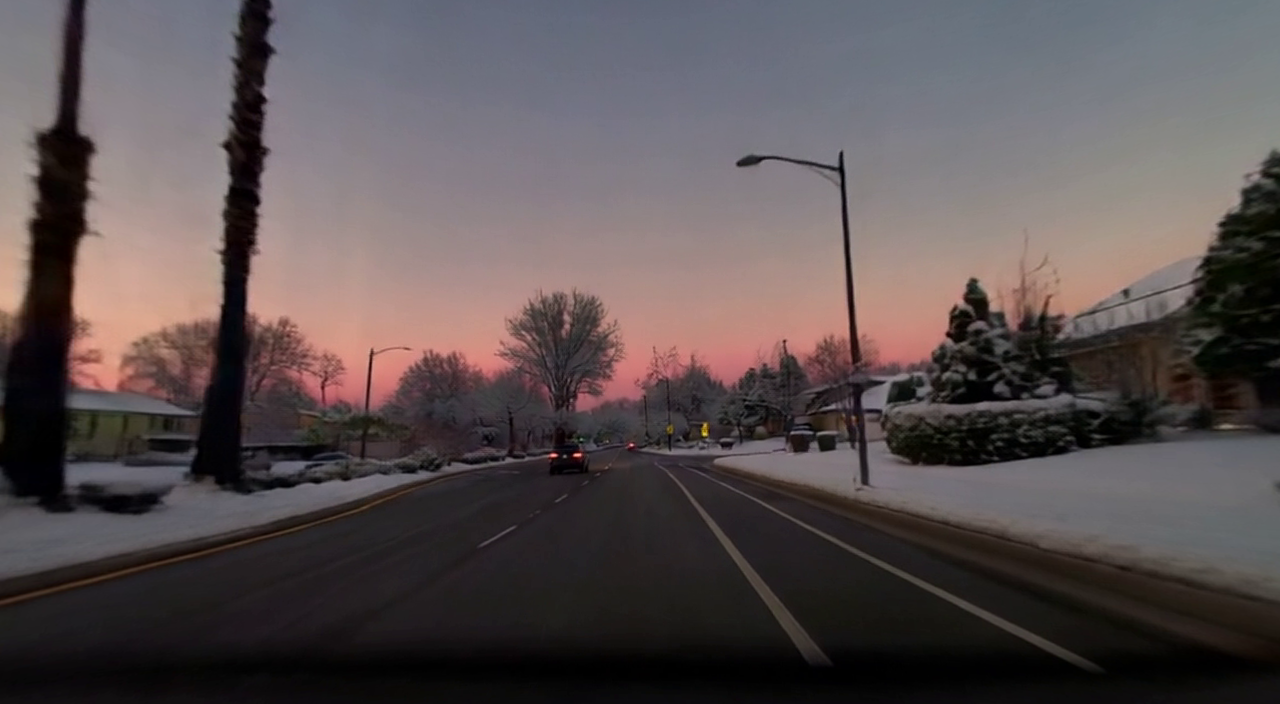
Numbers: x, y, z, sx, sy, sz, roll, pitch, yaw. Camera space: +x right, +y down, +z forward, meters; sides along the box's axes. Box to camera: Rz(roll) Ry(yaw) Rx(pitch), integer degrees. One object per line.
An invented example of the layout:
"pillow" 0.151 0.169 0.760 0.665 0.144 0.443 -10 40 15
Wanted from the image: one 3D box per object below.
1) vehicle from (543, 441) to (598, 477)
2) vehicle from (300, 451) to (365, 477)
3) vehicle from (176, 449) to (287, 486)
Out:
"vehicle" -3.125 4.923 29.283 2.075 1.498 4.730 0 -9 0
"vehicle" -19.028 6.934 39.213 1.980 1.423 4.465 0 -9 -3
"vehicle" -18.991 5.421 29.620 2.026 1.563 4.618 0 -10 2
